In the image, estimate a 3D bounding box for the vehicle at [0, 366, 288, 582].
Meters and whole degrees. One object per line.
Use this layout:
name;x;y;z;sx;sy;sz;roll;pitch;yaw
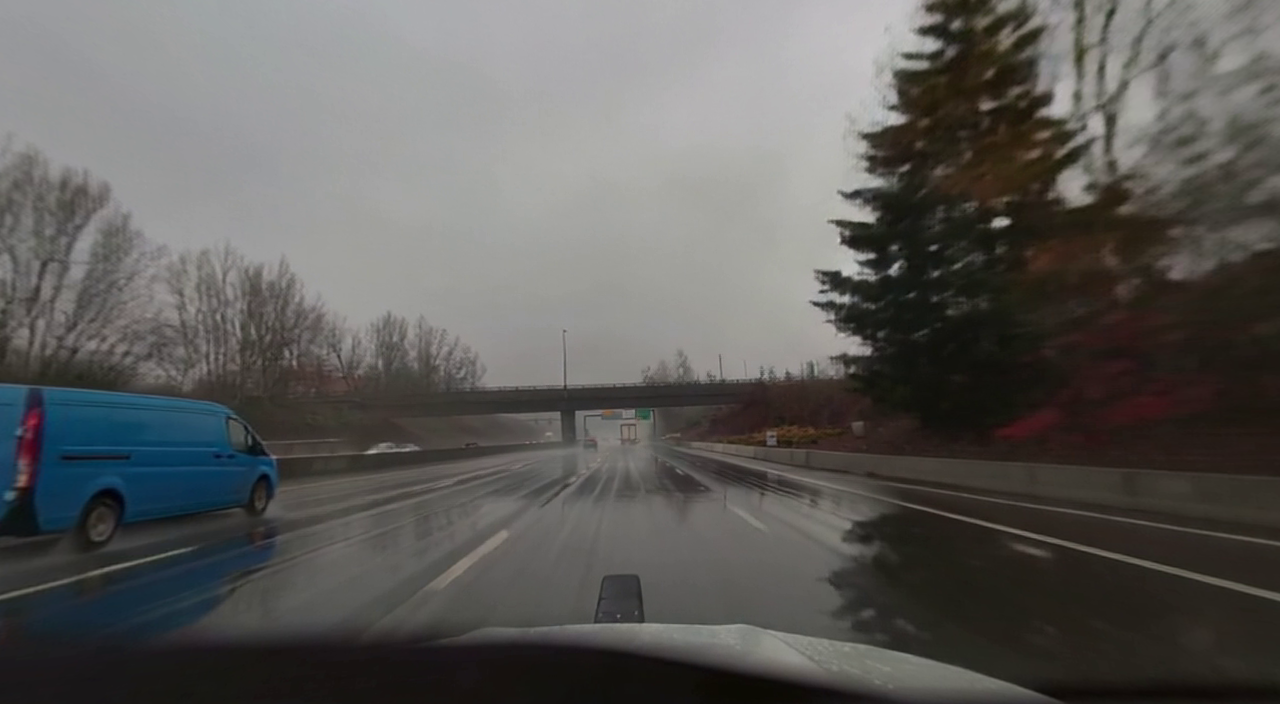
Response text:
vehicle;-7.112;1.448;8.102;2.150;1.996;5.341;0;-8;-2
